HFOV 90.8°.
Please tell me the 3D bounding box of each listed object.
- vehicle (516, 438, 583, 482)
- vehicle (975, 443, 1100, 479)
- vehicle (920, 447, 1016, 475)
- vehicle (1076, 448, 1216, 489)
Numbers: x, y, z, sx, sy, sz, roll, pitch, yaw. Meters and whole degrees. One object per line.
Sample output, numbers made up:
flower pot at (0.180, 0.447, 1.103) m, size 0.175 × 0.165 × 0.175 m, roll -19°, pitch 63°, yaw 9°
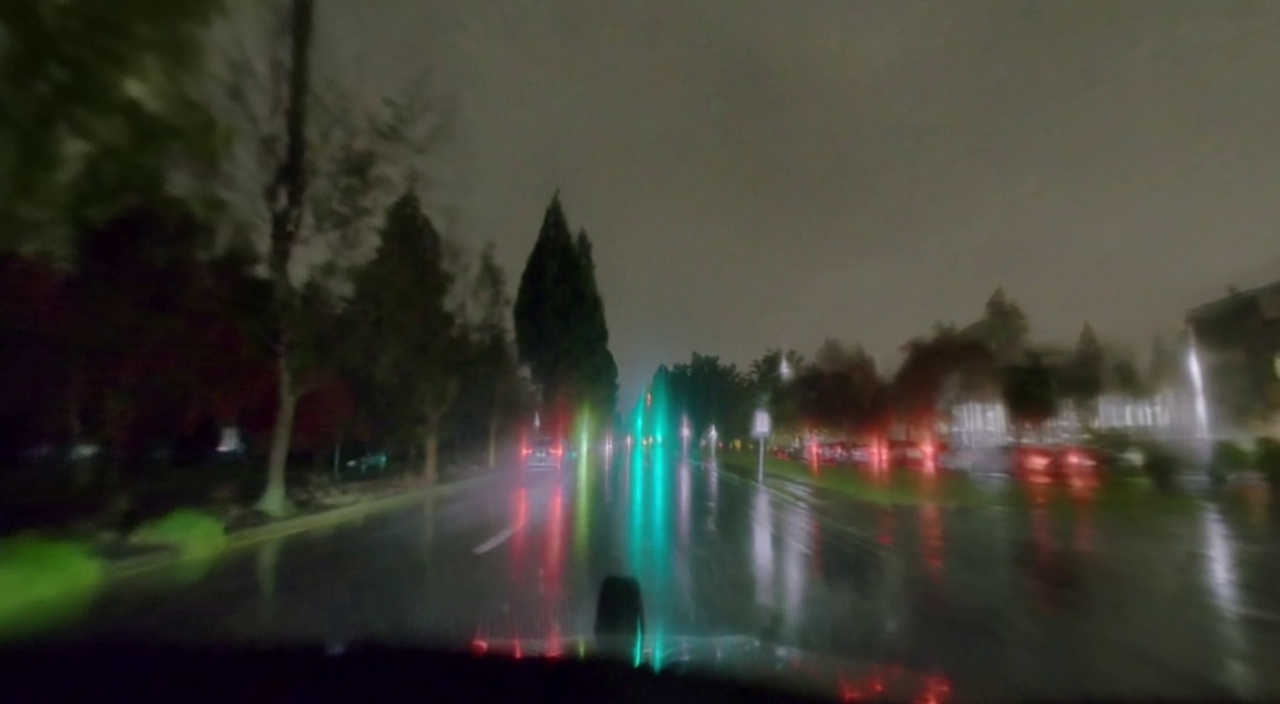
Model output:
vehicle at (-3.458, 4.193, 24.911) m, size 2.030 × 1.550 × 3.925 m, roll 0°, pitch -8°, yaw 1°
vehicle at (18.488, 5.042, 29.520) m, size 4.520 × 1.557 × 2.056 m, roll 1°, pitch -8°, yaw -7°
vehicle at (17.840, 5.911, 34.440) m, size 4.230 × 1.384 × 1.882 m, roll 1°, pitch -8°, yaw -7°
vehicle at (19.396, 4.446, 24.307) m, size 3.870 × 1.459 × 1.869 m, roll 0°, pitch -8°, yaw -5°
